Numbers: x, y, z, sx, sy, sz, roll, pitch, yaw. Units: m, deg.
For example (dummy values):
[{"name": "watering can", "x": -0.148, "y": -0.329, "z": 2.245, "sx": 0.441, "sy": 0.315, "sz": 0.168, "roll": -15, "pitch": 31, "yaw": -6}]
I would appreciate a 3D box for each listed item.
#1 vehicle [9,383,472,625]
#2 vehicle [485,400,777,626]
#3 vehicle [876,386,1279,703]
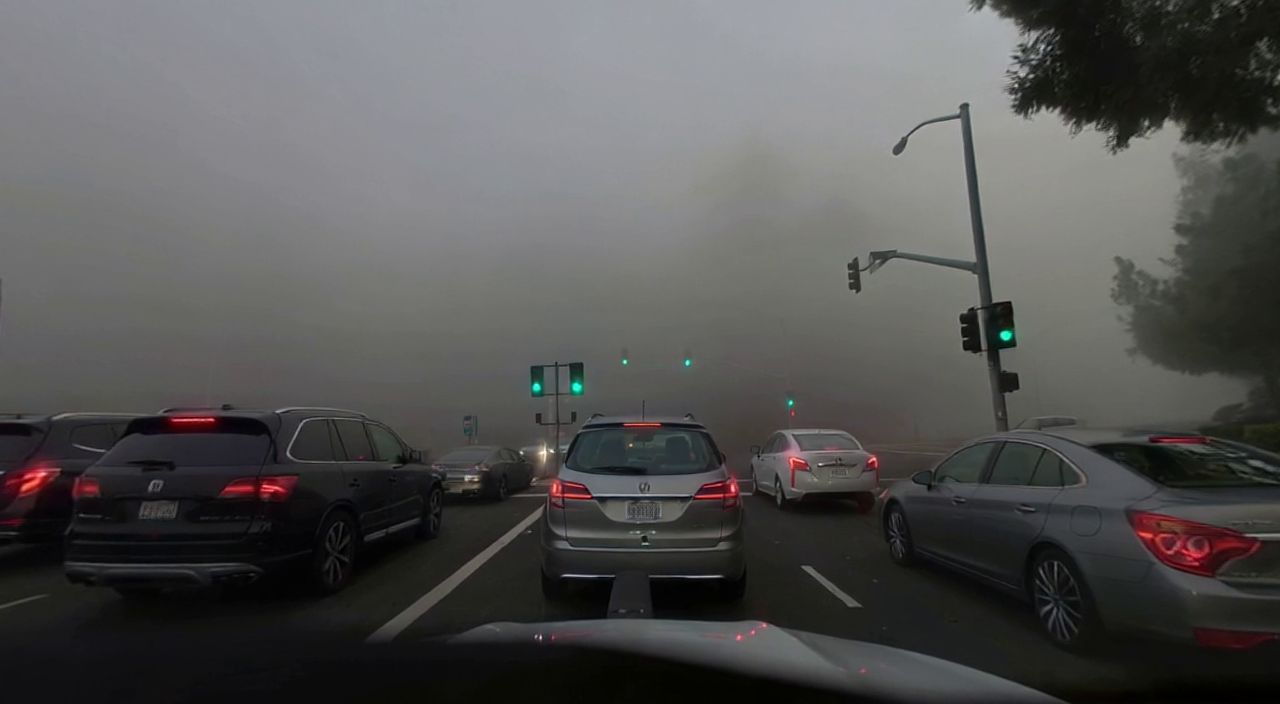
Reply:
[{"name": "vehicle", "x": -3.552, "y": 1.432, "z": 6.874, "sx": 2.014, "sy": 1.755, "sz": 4.360, "roll": 0, "pitch": -8, "yaw": 3}, {"name": "vehicle", "x": -0.043, "y": 1.401, "z": 6.311, "sx": 2.047, "sy": 1.579, "sz": 3.642, "roll": 0, "pitch": -8, "yaw": 1}, {"name": "vehicle", "x": 3.585, "y": 1.199, "z": 4.617, "sx": 2.010, "sy": 1.486, "sz": 4.498, "roll": 0, "pitch": -8, "yaw": 1}]
